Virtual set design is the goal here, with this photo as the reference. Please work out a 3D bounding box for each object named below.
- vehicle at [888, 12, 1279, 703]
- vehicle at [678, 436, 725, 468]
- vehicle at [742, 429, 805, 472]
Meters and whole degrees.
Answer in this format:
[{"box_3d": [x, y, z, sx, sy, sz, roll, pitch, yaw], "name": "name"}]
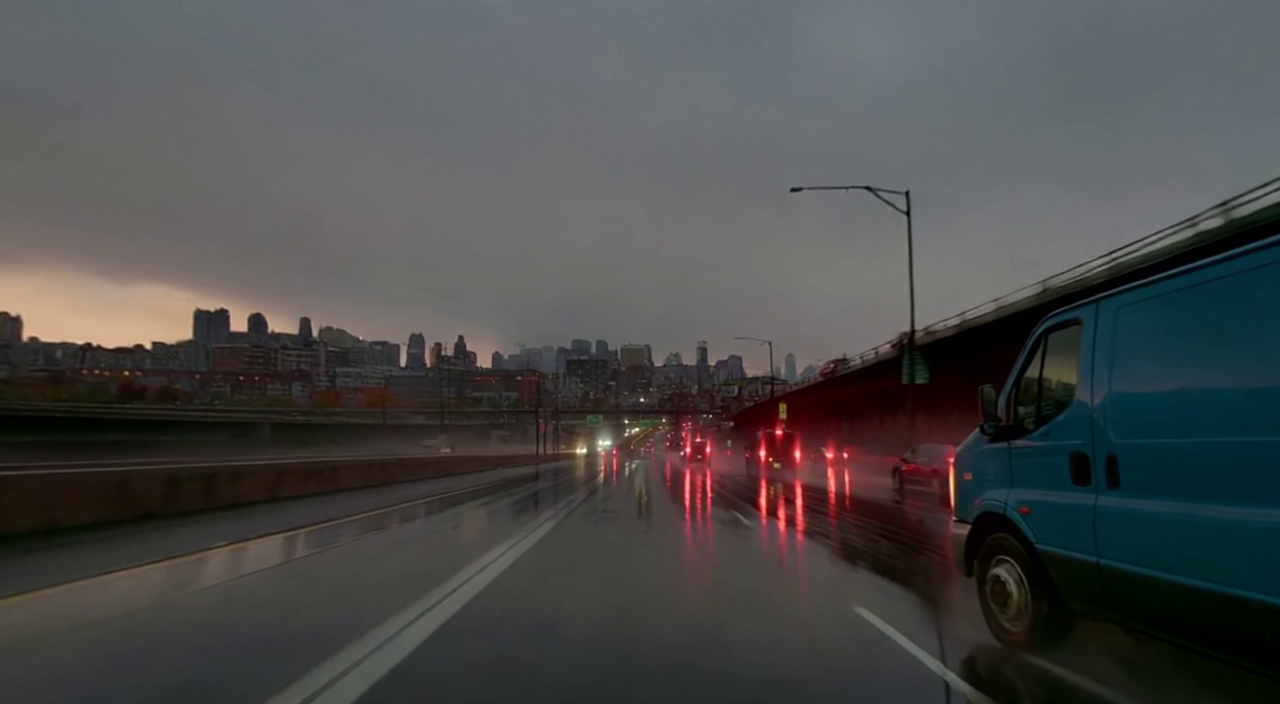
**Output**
[{"box_3d": [3.345, 0.191, 1.635, 2.436, 2.745, 7.034, 0, -8, -1], "name": "vehicle"}, {"box_3d": [3.999, 6.672, 42.133, 2.464, 1.961, 5.520, 0, -8, -1], "name": "vehicle"}, {"box_3d": [7.464, 5.586, 35.840, 2.301, 2.203, 5.419, 0, -8, -1], "name": "vehicle"}]
